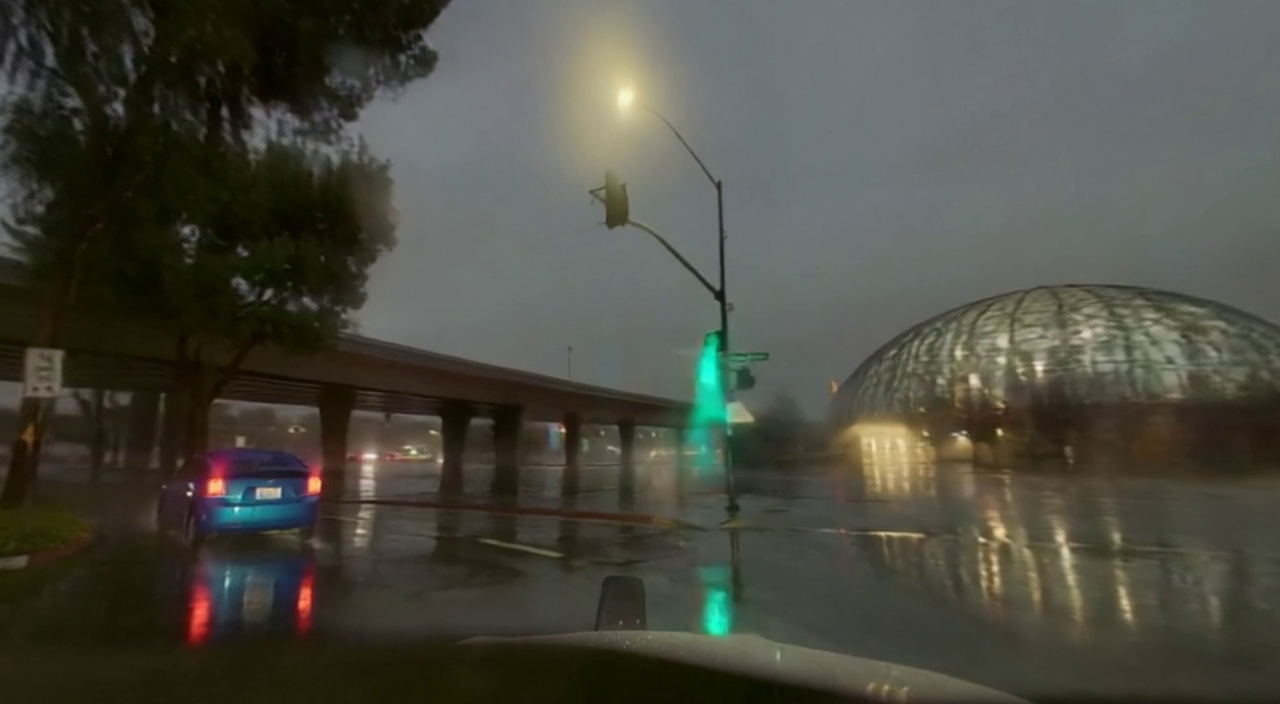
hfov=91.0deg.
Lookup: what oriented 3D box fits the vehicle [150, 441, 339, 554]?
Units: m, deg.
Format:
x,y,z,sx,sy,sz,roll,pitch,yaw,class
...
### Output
x,y,z,sx,sy,sz,roll,pitch,yaw,class
-7.009,2.383,11.016,1.976,1.584,3.772,8,-12,-42,vehicle
